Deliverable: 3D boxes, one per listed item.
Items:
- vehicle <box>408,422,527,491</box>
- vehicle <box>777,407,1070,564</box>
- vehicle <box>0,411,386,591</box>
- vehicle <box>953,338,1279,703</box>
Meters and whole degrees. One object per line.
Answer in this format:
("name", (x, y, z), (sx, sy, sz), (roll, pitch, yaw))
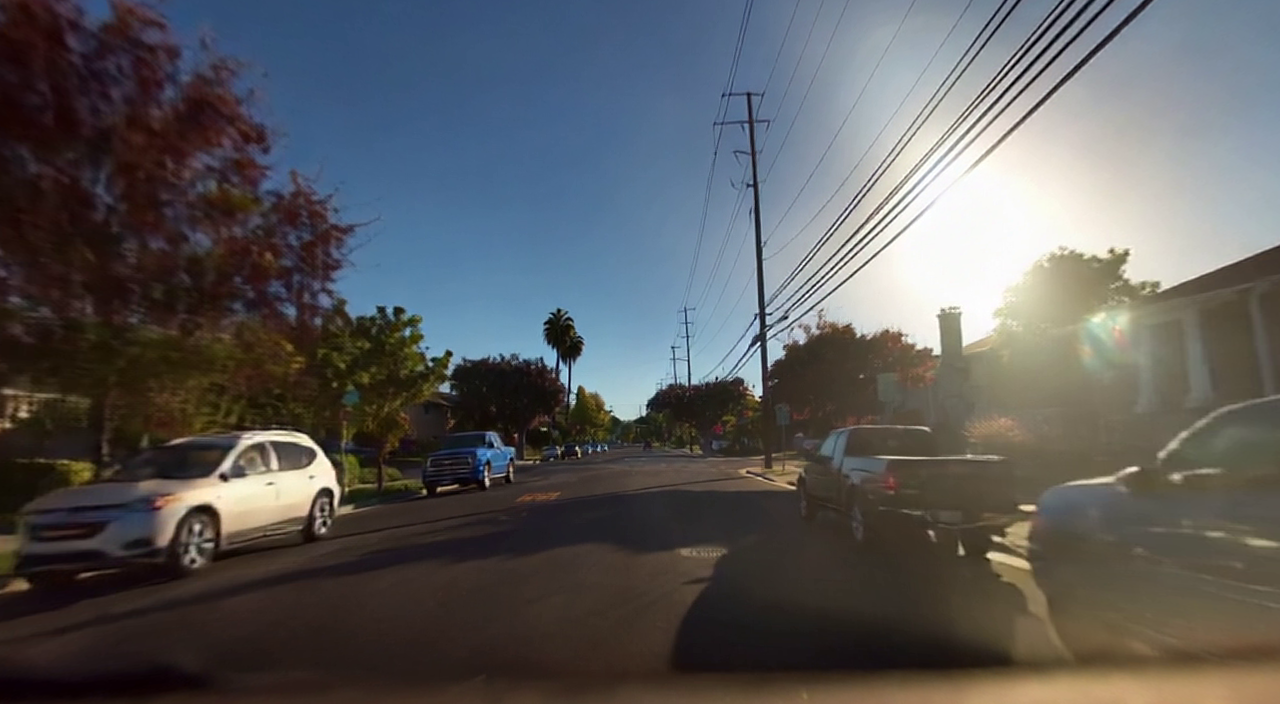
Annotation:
("vehicle", (-5.724, 3.576, 22.065), (2.455, 2.045, 6.171), (0, -8, -1))
("vehicle", (3.696, 1.831, 9.433), (2.167, 1.746, 4.541), (0, -8, -1))
("vehicle", (-5.709, 1.830, 8.773), (2.226, 1.768, 4.780), (0, -8, 2))
("vehicle", (3.551, 0.878, 2.795), (1.979, 1.762, 4.621), (0, -8, 1))
